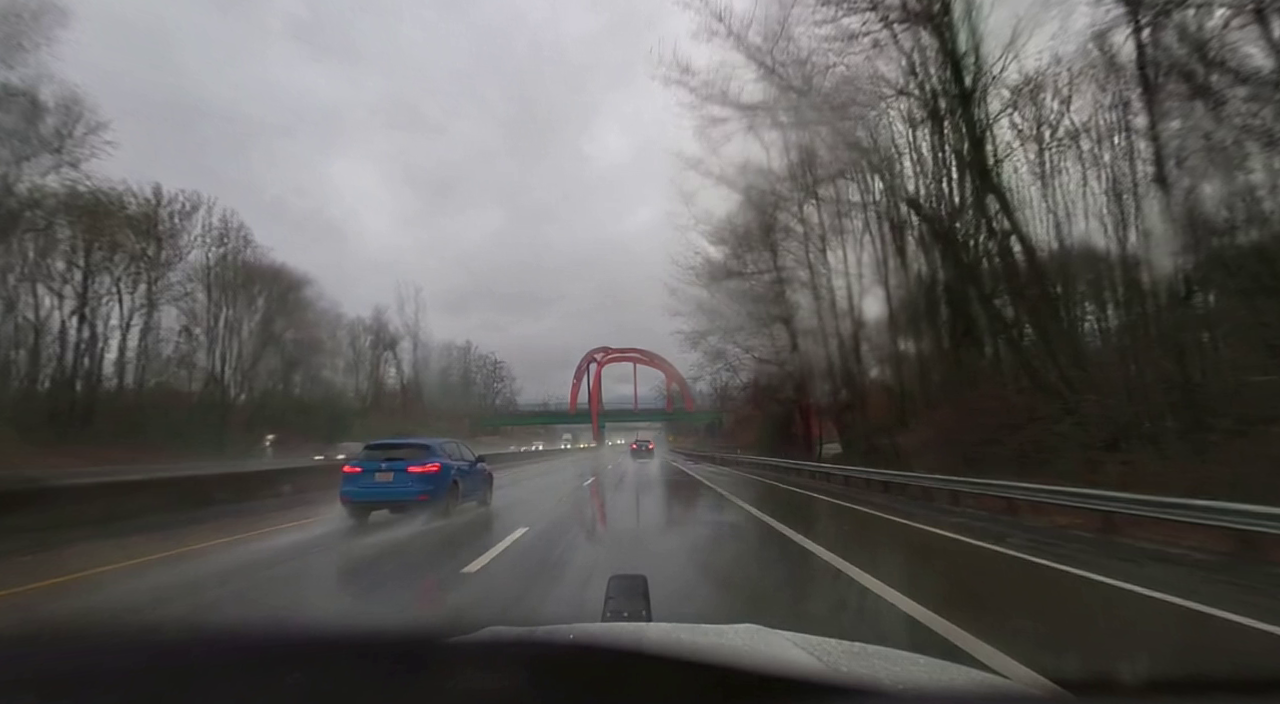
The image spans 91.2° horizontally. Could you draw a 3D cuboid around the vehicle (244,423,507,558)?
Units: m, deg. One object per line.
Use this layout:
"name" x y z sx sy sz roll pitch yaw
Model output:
"vehicle" -3.553 1.946 9.565 2.052 1.556 4.405 0 -8 0
